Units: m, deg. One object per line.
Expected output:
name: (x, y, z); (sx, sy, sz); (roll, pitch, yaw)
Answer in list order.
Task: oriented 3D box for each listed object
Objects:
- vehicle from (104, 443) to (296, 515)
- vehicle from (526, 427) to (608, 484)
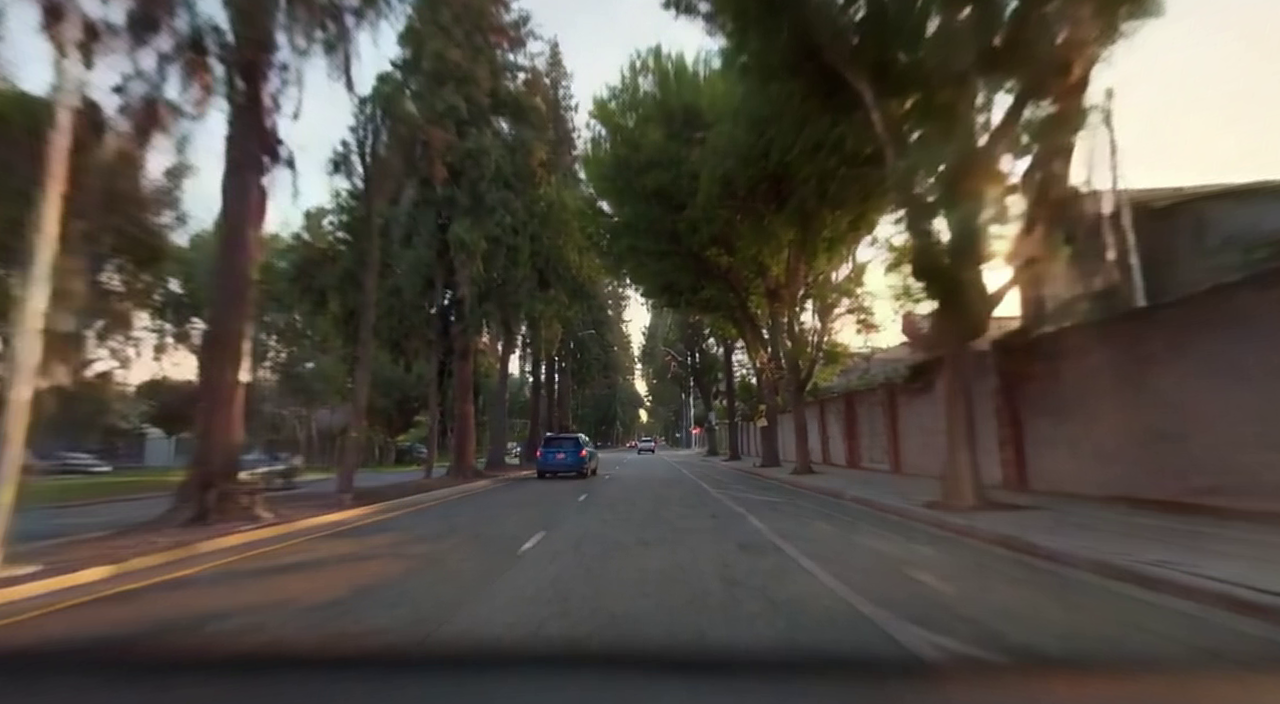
vehicle: (-10.959, 3.141, 16.093); (1.876, 1.590, 4.060); (0, -8, 1)
vehicle: (-2.506, 3.746, 22.967); (2.281, 1.837, 4.845); (0, -8, 2)
